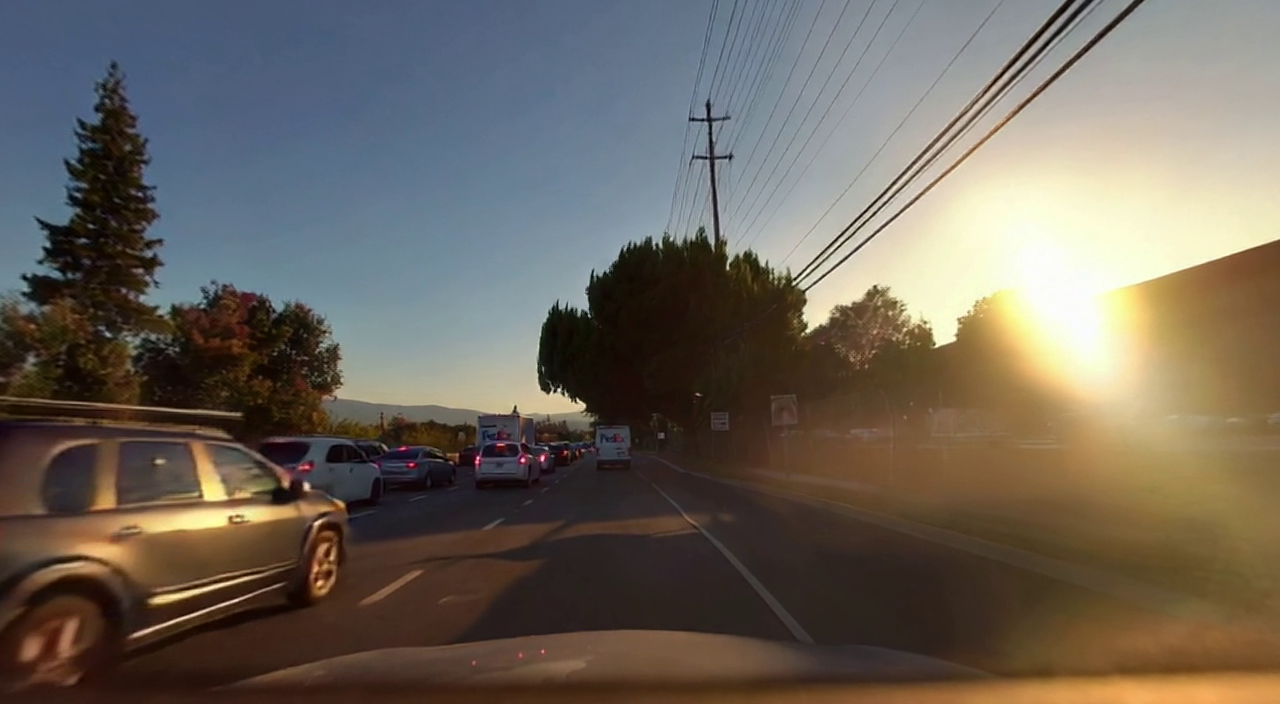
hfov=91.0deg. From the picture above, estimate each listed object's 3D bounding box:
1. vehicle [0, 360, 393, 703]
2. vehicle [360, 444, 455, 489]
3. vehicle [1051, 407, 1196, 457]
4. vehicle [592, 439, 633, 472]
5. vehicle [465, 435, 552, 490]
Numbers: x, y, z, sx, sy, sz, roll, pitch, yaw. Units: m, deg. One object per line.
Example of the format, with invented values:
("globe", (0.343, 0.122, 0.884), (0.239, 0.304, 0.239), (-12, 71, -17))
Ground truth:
("vehicle", (-3.863, 1.154, 4.400), (2.388, 1.692, 4.684), (0, -8, -1))
("vehicle", (-8.651, 4.246, 23.901), (1.909, 1.473, 5.050), (0, -8, -3))
("vehicle", (30.585, 5.093, 39.988), (7.011, 3.014, 2.594), (0, -9, -2))
("vehicle", (-1.488, 5.540, 34.013), (2.055, 1.671, 4.147), (0, -8, -3))
("vehicle", (-4.358, 3.740, 21.705), (2.057, 1.673, 4.934), (0, -8, -1))
